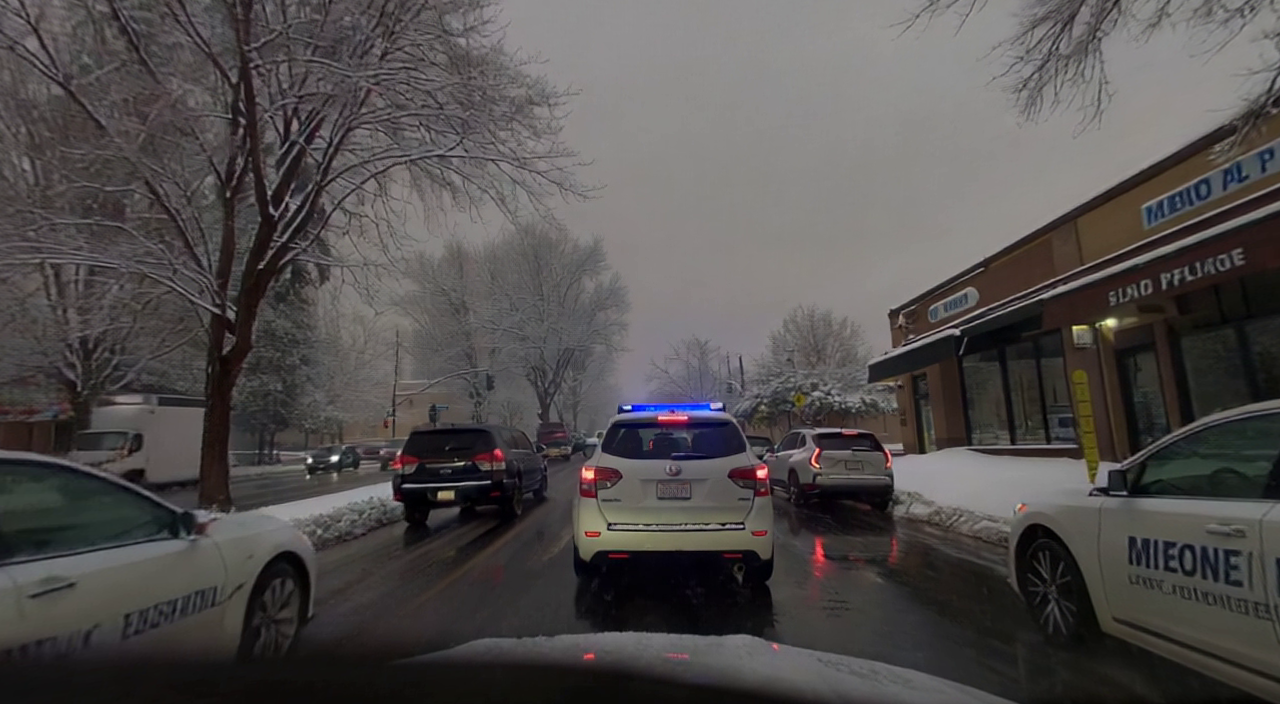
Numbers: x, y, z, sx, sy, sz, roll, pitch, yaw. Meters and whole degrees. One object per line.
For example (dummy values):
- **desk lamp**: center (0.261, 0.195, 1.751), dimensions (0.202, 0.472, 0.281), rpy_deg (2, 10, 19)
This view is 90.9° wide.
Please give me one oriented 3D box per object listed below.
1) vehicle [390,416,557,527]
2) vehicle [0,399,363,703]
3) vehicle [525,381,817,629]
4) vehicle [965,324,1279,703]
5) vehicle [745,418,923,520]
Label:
- **vehicle**: center (-3.020, 2.292, 12.619), dimensions (2.135, 1.806, 4.514), rpy_deg (0, -8, -1)
- **vehicle**: center (-2.935, 0.946, 2.333), dimensions (1.908, 1.474, 4.257), rpy_deg (0, -8, -1)
- **vehicle**: center (0.201, 1.388, 6.592), dimensions (2.075, 1.770, 4.018), rpy_deg (0, -8, -1)
- **vehicle**: center (3.988, 0.904, 3.232), dimensions (1.987, 1.877, 5.330), rpy_deg (3, -8, 2)
- **vehicle**: center (4.056, 2.584, 14.535), dimensions (2.038, 1.865, 5.786), rpy_deg (0, -8, -2)
